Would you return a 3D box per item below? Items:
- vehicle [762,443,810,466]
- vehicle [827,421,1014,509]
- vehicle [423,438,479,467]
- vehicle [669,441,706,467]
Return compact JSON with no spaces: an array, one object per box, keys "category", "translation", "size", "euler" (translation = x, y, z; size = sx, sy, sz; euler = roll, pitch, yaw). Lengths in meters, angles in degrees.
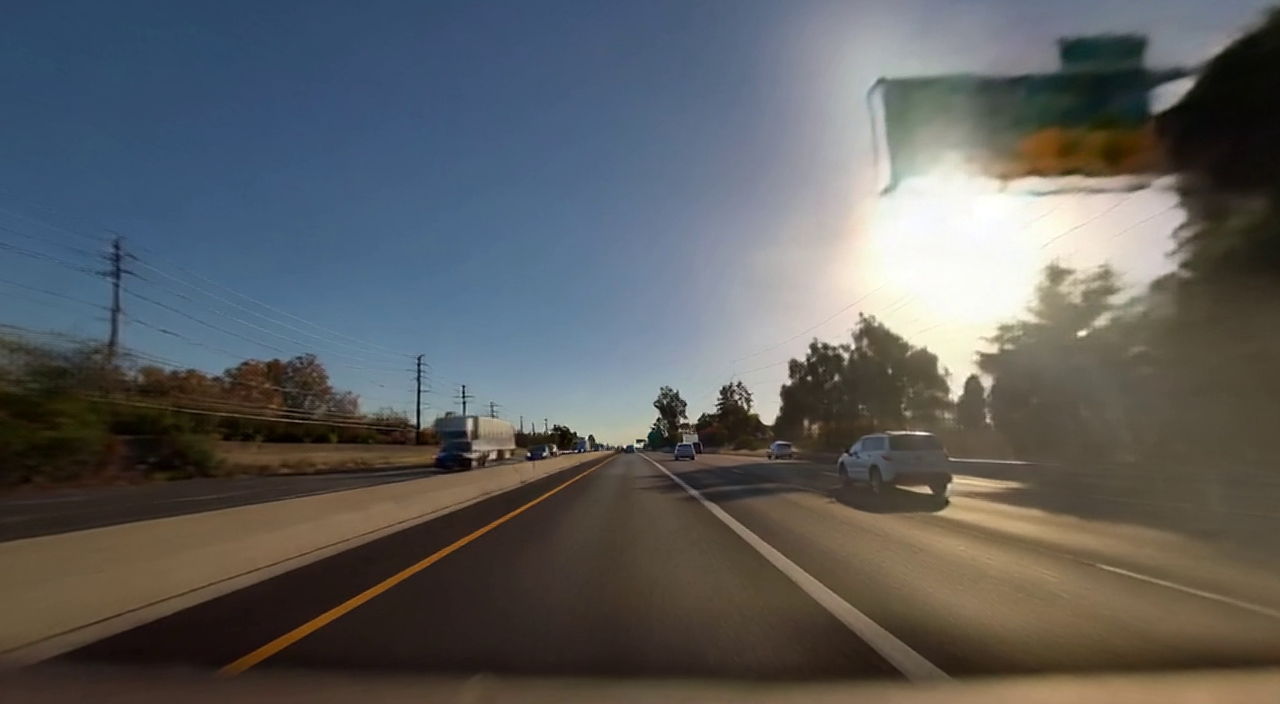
[{"category":"vehicle","translation":[10.264,7.257,44.906],"size":[1.987,1.502,5.130],"euler":[0,-8,-2]},{"category":"vehicle","translation":[6.785,2.807,16.230],"size":[2.244,1.858,5.414],"euler":[0,-8,-1]},{"category":"vehicle","translation":[-11.649,6.250,39.322],"size":[2.029,1.681,4.607],"euler":[0,-8,0]},{"category":"vehicle","translation":[3.075,6.755,41.984],"size":[2.018,1.600,4.121],"euler":[0,-8,-2]}]
